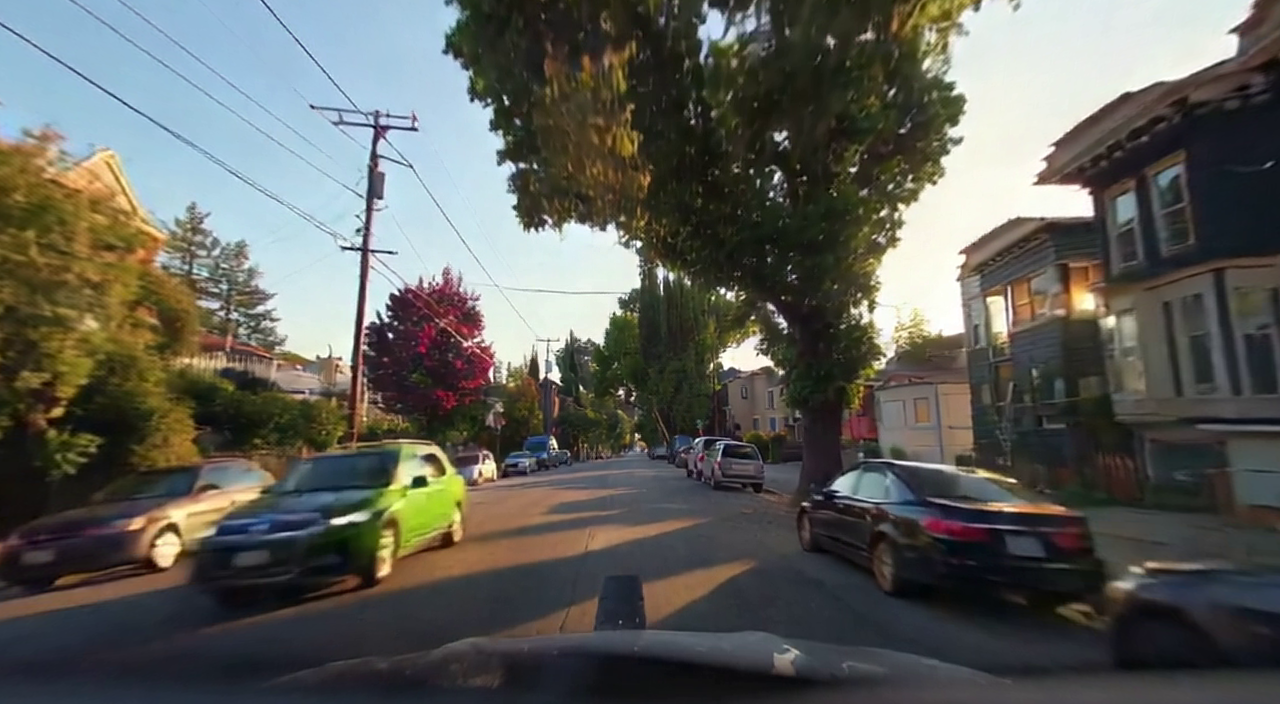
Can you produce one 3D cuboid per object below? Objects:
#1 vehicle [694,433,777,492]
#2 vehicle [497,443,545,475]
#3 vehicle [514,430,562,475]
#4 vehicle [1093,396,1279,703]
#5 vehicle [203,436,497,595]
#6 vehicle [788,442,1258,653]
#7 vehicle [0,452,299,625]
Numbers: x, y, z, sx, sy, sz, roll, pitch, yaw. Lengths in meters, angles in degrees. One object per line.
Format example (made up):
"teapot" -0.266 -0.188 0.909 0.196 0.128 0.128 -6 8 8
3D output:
"vehicle" 3.119 3.753 21.637 2.013 1.775 4.570 0 -9 -1
"vehicle" -7.121 6.392 37.979 2.027 1.563 4.594 -2 -6 0
"vehicle" -7.202 7.098 45.029 2.508 2.712 5.809 0 -5 -1
"vehicle" 3.103 0.698 0.666 1.869 1.531 4.383 0 -9 -2
"vehicle" -3.320 1.927 8.281 1.929 1.535 4.075 0 -9 0
"vehicle" 3.260 1.737 6.813 1.990 1.447 4.682 0 -9 -2
"vehicle" -6.728 2.211 8.391 1.936 1.528 4.620 -3 -8 -2
